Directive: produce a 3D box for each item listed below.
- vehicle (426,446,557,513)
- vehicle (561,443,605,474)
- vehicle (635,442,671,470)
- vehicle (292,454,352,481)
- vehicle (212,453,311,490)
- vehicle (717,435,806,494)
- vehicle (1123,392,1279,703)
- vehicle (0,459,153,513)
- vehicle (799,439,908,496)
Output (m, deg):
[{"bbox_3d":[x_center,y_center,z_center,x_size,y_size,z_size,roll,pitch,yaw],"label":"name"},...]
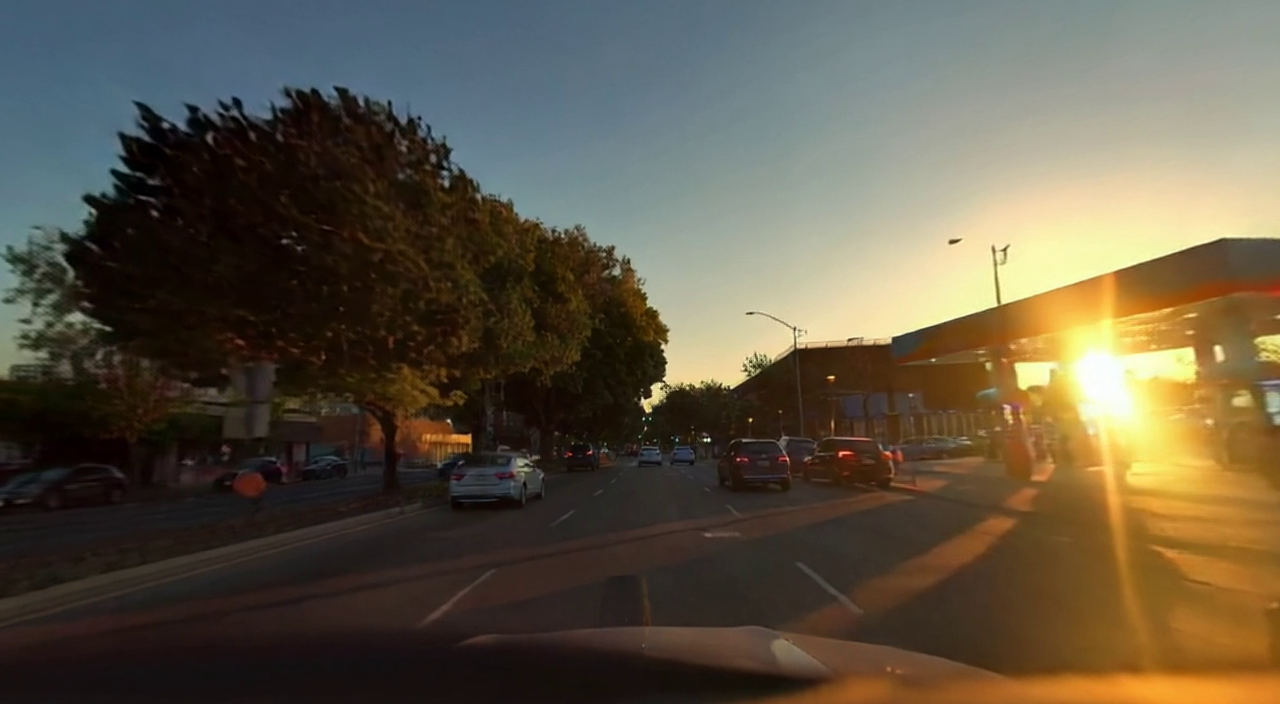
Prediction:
[{"bbox_3d":[-3.361,2.973,15.251,2.013,1.354,4.393,0,-8,1],"label":"vehicle"},{"bbox_3d":[-3.188,6.029,35.966,1.988,1.645,3.995,0,-8,2],"label":"vehicle"},{"bbox_3d":[0.815,6.660,40.555,2.192,1.674,4.124,0,-8,1],"label":"vehicle"},{"bbox_3d":[-21.832,7.912,43.422,1.821,1.645,4.211,0,-8,1],"label":"vehicle"},{"bbox_3d":[-18.570,5.850,31.204,1.947,1.616,4.638,0,-8,1],"label":"vehicle"},{"bbox_3d":[3.830,3.631,20.805,1.980,1.709,4.813,0,-8,0],"label":"vehicle"},{"bbox_3d":[3.179,0.654,0.559,1.919,1.502,4.572,0,-8,1],"label":"vehicle"},{"bbox_3d":[-19.158,4.379,21.061,1.890,1.472,4.769,0,-8,1],"label":"vehicle"},{"bbox_3d":[7.171,3.937,21.857,2.417,1.736,5.043,-1,-9,5],"label":"vehicle"}]
